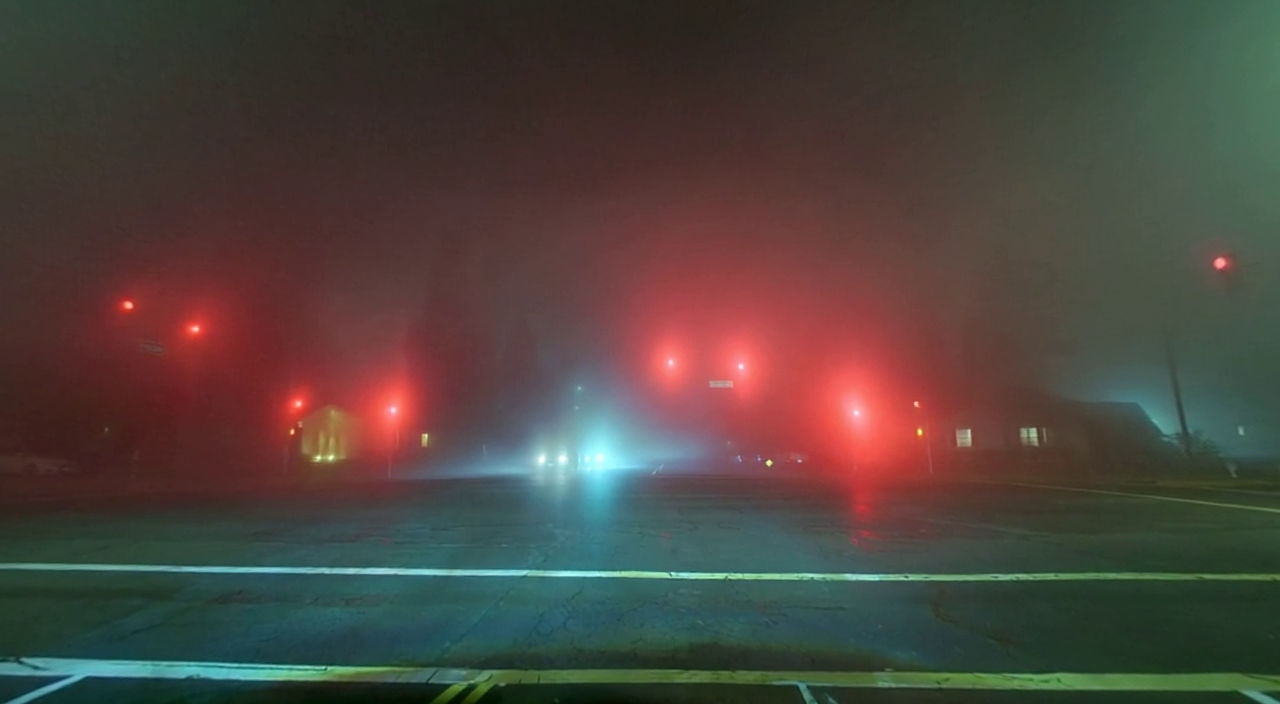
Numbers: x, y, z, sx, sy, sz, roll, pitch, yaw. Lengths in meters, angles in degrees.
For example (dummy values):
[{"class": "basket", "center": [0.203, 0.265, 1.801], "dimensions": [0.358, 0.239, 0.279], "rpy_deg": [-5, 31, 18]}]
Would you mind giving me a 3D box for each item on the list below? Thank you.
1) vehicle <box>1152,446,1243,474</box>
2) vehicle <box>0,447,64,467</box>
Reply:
[{"class": "vehicle", "center": [36.783, 7.097, 41.870], "dimensions": [1.853, 1.723, 4.460], "rpy_deg": [0, -9, -1]}, {"class": "vehicle", "center": [-44.280, 7.522, 45.396], "dimensions": [3.949, 1.422, 1.744], "rpy_deg": [0, -9, 1]}]
